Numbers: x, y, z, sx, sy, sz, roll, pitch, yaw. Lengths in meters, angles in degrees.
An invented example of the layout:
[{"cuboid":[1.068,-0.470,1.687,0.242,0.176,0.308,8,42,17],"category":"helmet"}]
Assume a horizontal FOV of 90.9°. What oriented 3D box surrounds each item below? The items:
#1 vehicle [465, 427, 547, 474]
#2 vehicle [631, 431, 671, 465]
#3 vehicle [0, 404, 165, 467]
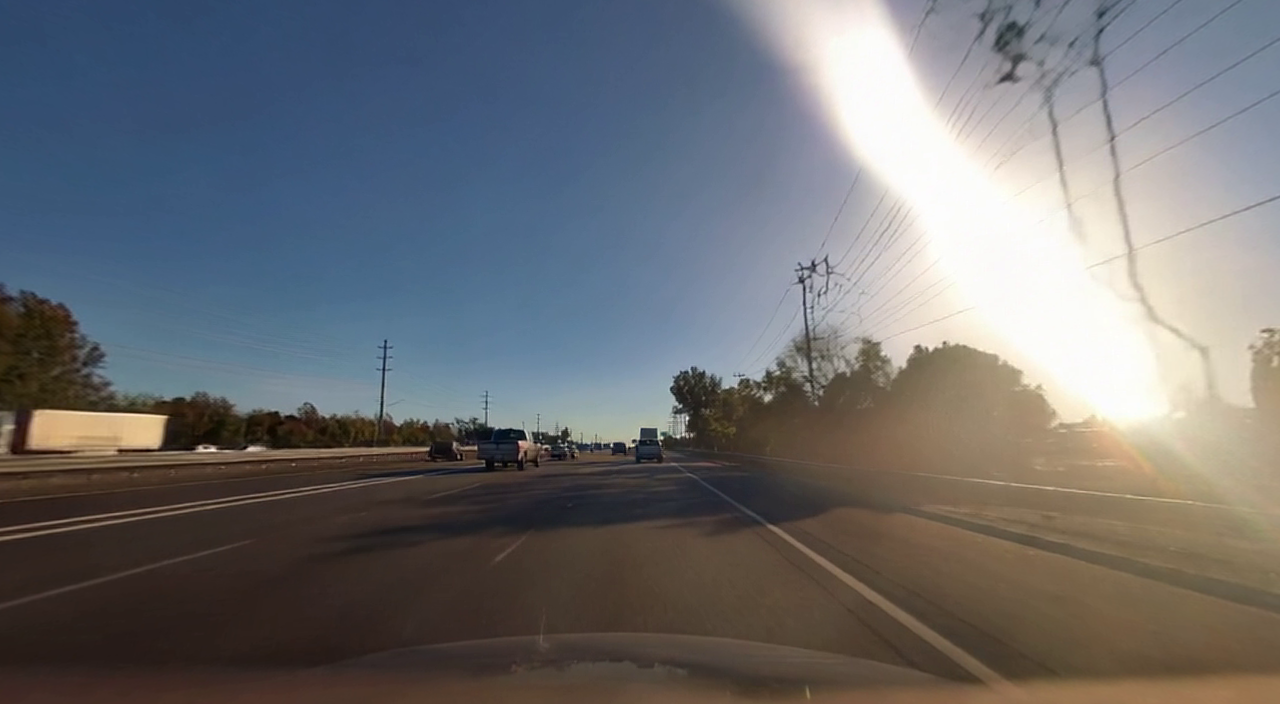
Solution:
[{"cuboid":[-6.243,4.693,30.362,2.460,1.992,6.474,0,-8,1],"category":"vehicle"},{"cuboid":[0.664,6.146,40.578,2.448,2.025,5.193,0,-8,0],"category":"vehicle"},{"cuboid":[-43.274,6.333,47.212,2.888,4.056,15.771,0,-8,1],"category":"vehicle"}]
